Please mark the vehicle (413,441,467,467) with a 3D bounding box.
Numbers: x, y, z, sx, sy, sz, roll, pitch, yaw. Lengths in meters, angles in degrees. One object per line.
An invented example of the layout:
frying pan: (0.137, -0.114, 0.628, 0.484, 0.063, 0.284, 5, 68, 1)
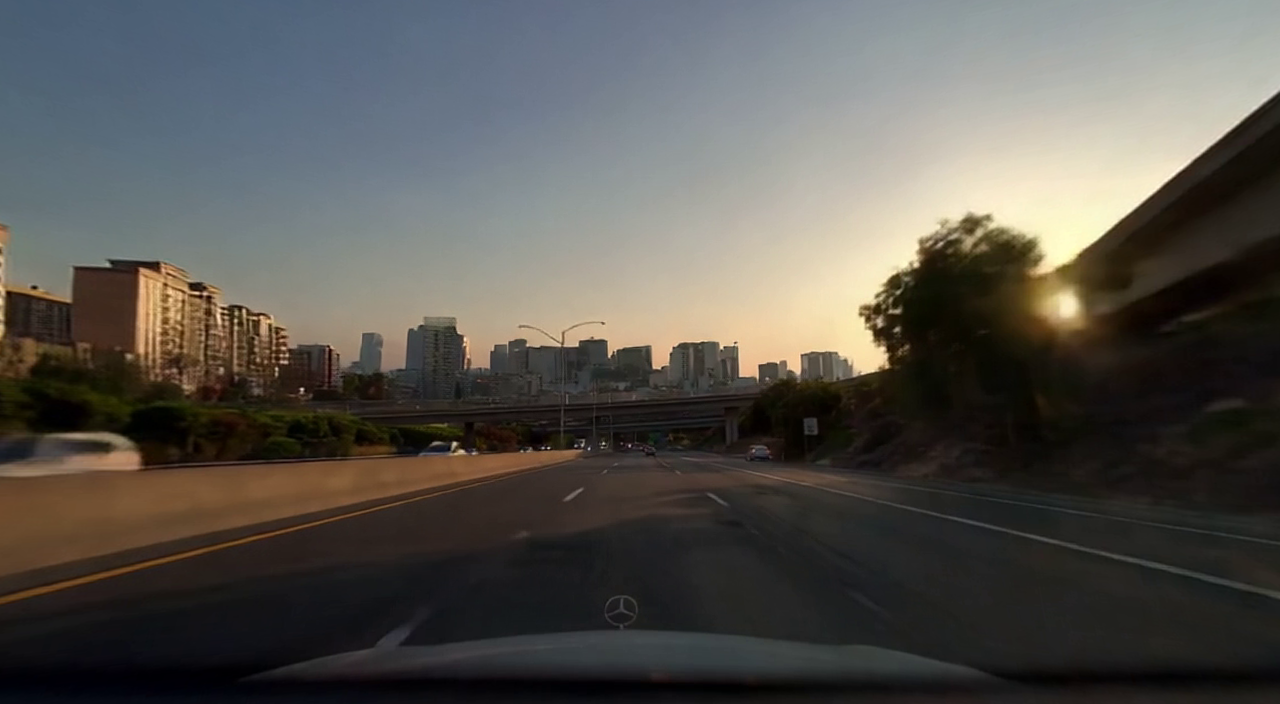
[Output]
vehicle: (-14.025, 7.195, 44.591, 2.204, 1.708, 4.922, 0, -9, 0)
